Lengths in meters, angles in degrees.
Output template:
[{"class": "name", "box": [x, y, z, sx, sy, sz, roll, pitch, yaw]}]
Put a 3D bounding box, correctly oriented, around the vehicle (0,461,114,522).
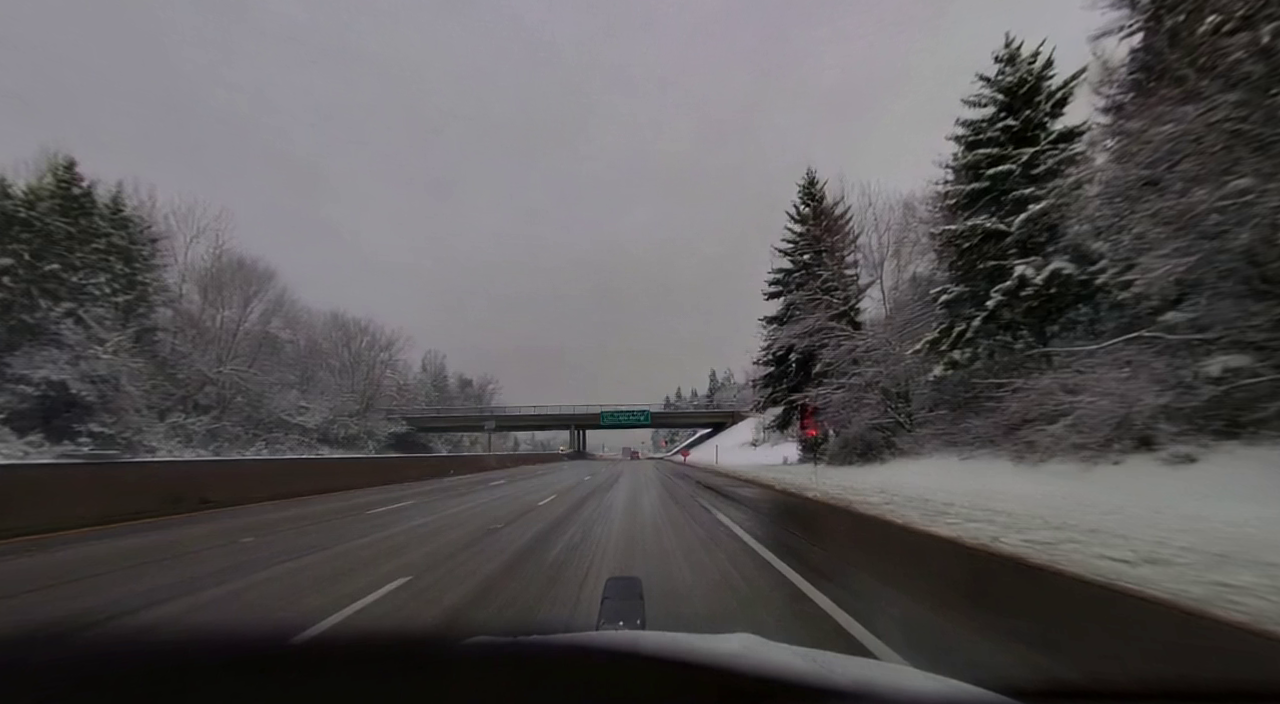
[{"class": "vehicle", "box": [-15.887, 3.555, 16.369, 1.531, 1.356, 3.360, 0, -9, -1]}]
